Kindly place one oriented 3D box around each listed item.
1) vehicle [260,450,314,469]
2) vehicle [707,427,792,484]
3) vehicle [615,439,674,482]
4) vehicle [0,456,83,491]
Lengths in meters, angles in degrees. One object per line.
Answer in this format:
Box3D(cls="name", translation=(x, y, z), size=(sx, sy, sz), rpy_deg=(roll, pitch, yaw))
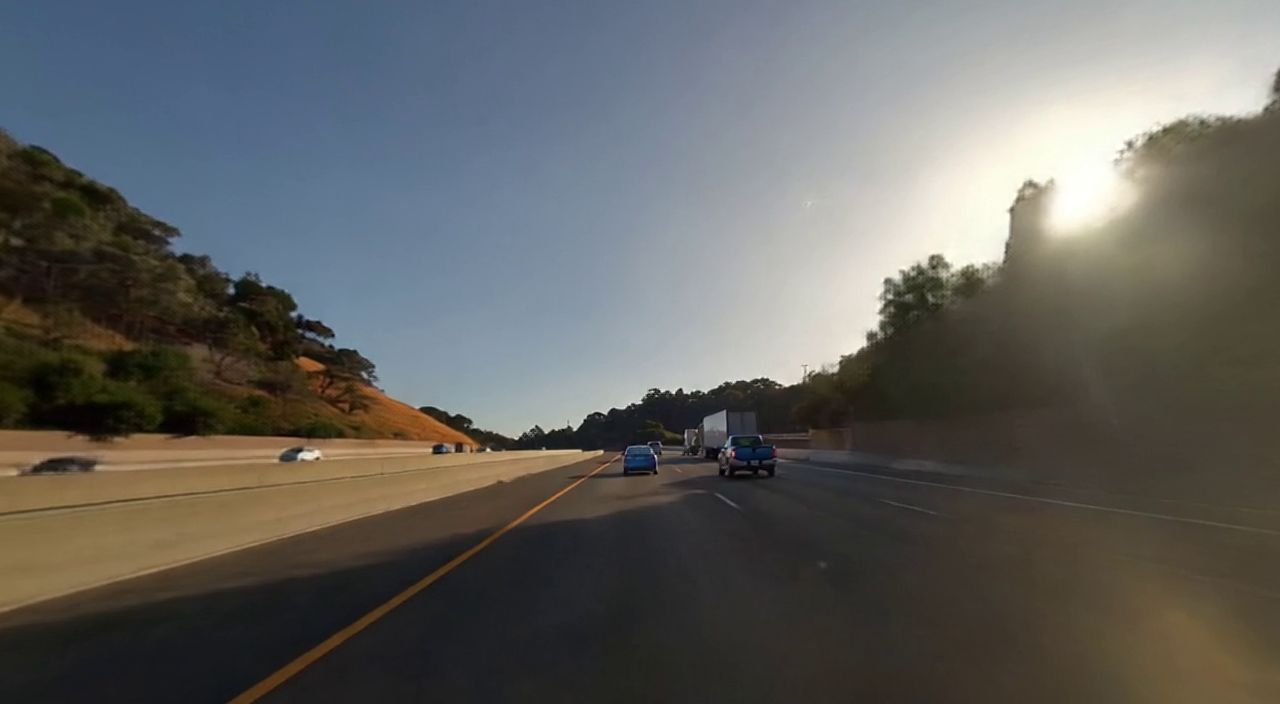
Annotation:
Box3D(cls="vehicle", translation=(-27.269, 8.303, 48.949), size=(1.730, 1.438, 4.205), rpy_deg=(0, -9, 1))
Box3D(cls="vehicle", translation=(3.759, 3.676, 22.602), size=(2.098, 1.794, 4.561), rpy_deg=(0, -9, -2))
Box3D(cls="vehicle", translation=(0.124, 4.103, 24.205), size=(2.083, 1.477, 3.965), rpy_deg=(0, -9, -1))
Box3D(cls="vehicle", translation=(-27.790, 5.394, 28.252), size=(1.742, 1.441, 4.305), rpy_deg=(0, -9, 1))
